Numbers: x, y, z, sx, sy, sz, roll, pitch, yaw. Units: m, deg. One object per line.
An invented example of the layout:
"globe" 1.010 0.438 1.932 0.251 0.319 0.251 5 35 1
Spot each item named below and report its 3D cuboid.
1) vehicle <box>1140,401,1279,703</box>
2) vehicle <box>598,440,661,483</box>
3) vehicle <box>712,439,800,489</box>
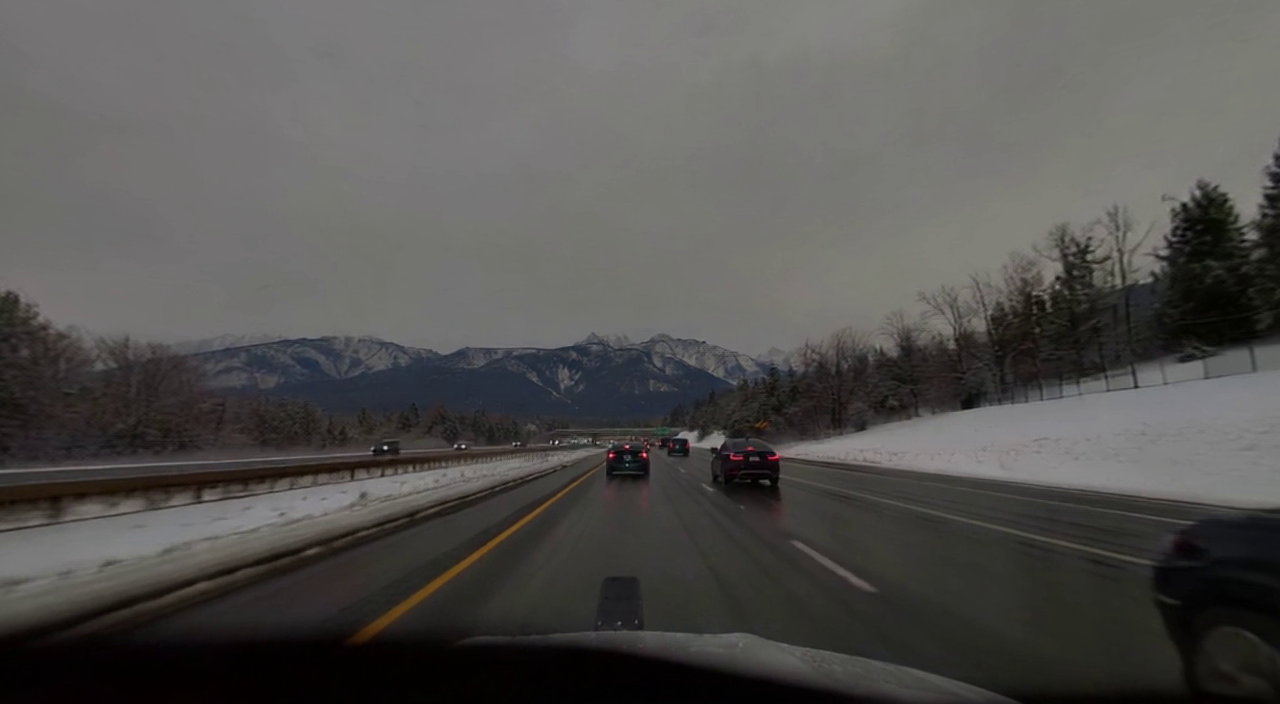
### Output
"vehicle" 3.929 0.769 1.473 1.949 1.493 4.272 0 -9 -1
"vehicle" -0.349 3.956 23.027 2.085 1.449 3.860 0 -9 0
"vehicle" 3.682 3.635 20.778 1.957 1.447 4.241 0 -9 -2
